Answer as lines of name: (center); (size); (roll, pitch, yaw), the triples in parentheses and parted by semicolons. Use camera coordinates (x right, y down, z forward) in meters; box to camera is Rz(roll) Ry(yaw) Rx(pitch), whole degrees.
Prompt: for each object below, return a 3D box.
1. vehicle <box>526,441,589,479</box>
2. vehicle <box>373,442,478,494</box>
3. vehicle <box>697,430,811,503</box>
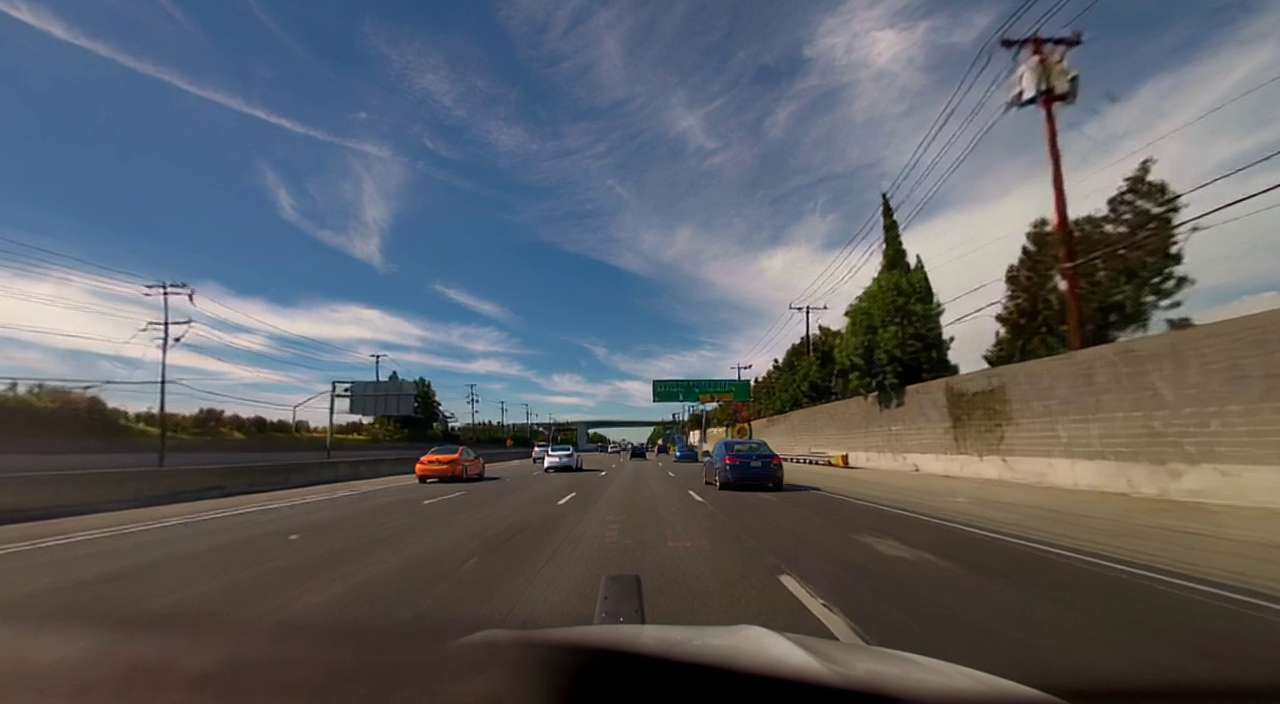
vehicle: (-3.426, 4.562, 26.999); (2.066, 1.488, 4.377); (0, -8, 1)
vehicle: (-6.707, 3.638, 20.269); (1.903, 1.482, 4.180); (0, -8, 0)
vehicle: (2.837, 2.979, 16.856); (2.100, 1.659, 4.387); (0, -8, -1)
